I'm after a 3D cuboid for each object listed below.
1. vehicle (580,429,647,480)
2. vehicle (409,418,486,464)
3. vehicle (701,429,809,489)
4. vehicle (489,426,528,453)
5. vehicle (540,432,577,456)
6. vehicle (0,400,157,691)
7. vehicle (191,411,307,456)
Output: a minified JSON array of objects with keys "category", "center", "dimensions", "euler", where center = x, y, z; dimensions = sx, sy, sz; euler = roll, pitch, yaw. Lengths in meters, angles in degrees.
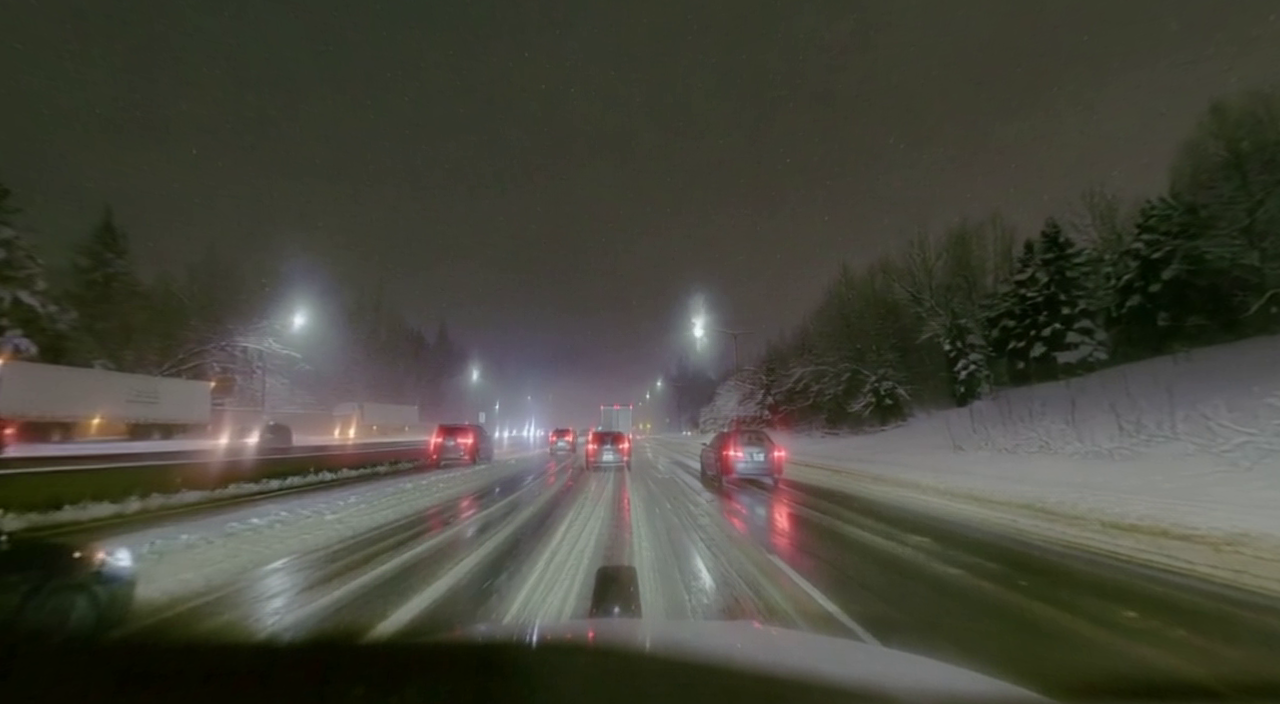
[{"category":"vehicle","center":[-0.861,3.281,20.520],"dimensions":[1.980,1.478,3.758],"euler":[0,-8,-2]},{"category":"vehicle","center":[-8.728,4.102,29.012],"dimensions":[2.158,1.943,4.662],"euler":[0,-8,-1]},{"category":"vehicle","center":[3.059,2.945,17.773],"dimensions":[1.981,1.474,4.396],"euler":[0,-8,-3]},{"category":"vehicle","center":[-9.463,6.359,45.590],"dimensions":[1.992,1.838,4.493],"euler":[0,-8,-2]},{"category":"vehicle","center":[-5.434,6.170,42.369],"dimensions":[2.046,1.493,4.384],"euler":[0,-8,-2]},{"category":"vehicle","center":[-4.227,0.871,2.299],"dimensions":[1.916,1.476,3.782],"euler":[0,-8,-1]},{"category":"vehicle","center":[-15.449,3.263,25.159],"dimensions":[1.993,1.617,4.277],"euler":[0,-8,-2]}]
